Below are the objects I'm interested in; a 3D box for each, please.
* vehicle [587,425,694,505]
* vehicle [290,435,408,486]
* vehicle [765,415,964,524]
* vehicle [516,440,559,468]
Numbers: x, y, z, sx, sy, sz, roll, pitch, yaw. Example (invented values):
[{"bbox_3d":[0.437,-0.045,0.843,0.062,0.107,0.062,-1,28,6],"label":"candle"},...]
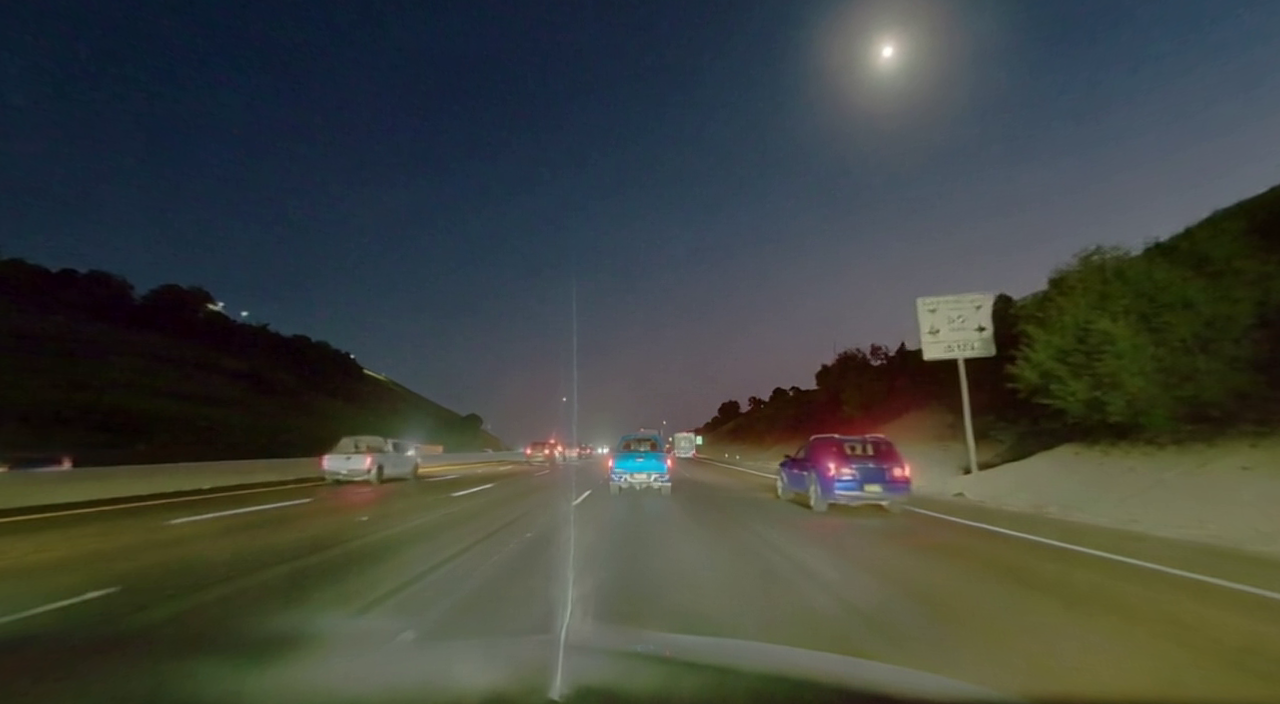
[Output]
[{"bbox_3d":[0.033,2.901,16.568,2.447,1.804,4.273,0,-9,1],"label":"vehicle"},{"bbox_3d":[-11.261,4.229,24.938,2.223,1.781,5.098,0,-9,0],"label":"vehicle"},{"bbox_3d":[4.422,2.459,13.774,2.204,1.852,5.845,0,-9,0],"label":"vehicle"},{"bbox_3d":[-6.783,6.798,42.108,2.024,1.706,4.462,0,-9,1],"label":"vehicle"}]
